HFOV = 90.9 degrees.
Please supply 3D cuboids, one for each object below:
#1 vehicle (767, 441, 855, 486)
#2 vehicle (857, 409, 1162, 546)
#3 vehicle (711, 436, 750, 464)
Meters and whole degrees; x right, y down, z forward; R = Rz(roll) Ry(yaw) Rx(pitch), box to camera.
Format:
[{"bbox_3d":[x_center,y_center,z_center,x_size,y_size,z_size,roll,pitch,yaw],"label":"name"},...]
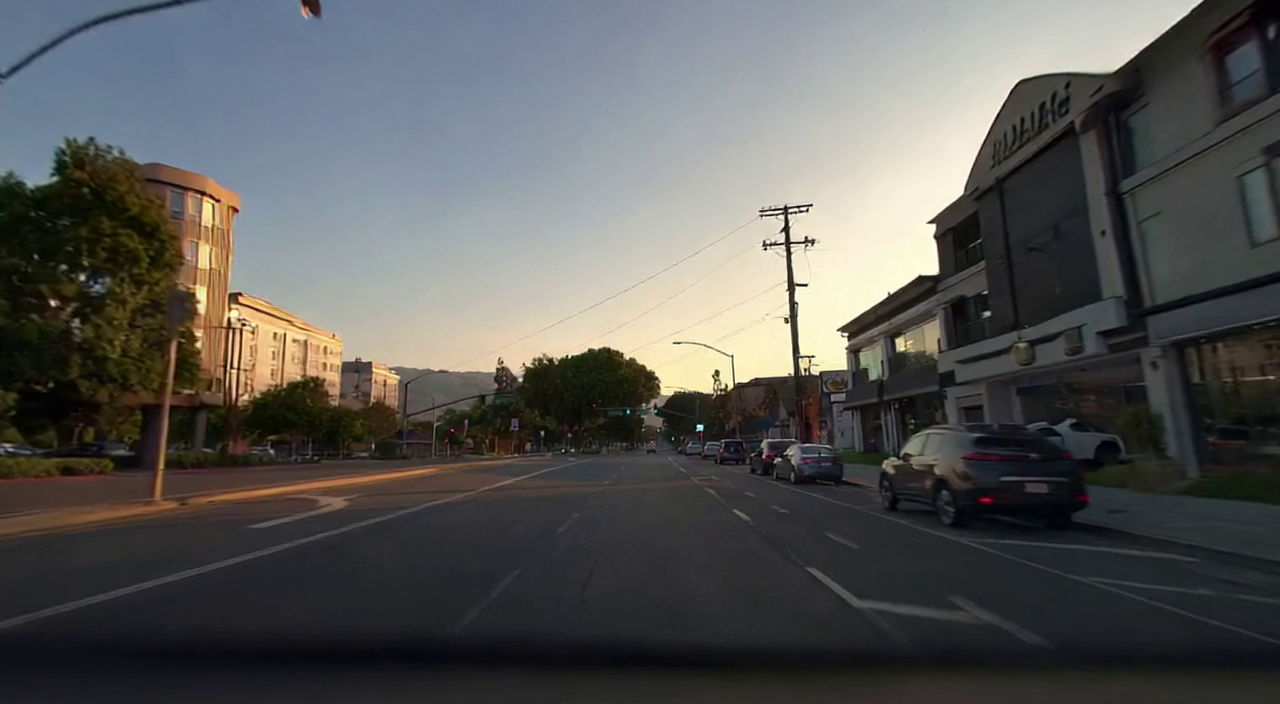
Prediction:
[{"bbox_3d":[6.121,4.041,23.202,1.855,1.463,4.729,0,-9,-1],"label":"vehicle"},{"bbox_3d":[5.982,2.130,11.372,2.218,1.842,5.475,0,-9,1],"label":"vehicle"},{"bbox_3d":[6.246,6.806,43.876,1.931,1.814,4.870,0,-9,0],"label":"vehicle"}]
